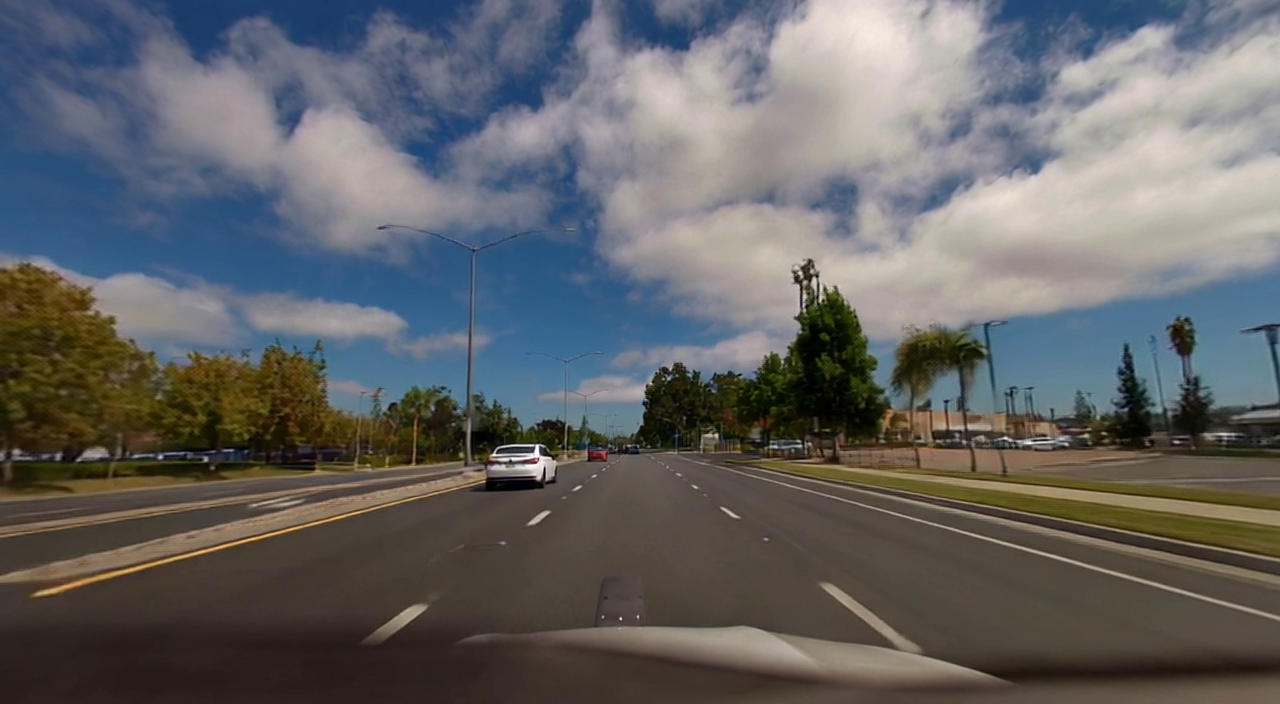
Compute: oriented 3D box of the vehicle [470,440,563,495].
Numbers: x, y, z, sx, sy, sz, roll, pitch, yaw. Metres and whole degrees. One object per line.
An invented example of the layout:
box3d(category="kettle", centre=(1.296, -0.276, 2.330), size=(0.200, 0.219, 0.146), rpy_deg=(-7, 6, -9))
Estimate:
box3d(category="vehicle", centre=(-3.655, 3.497, 19.523), size=(2.003, 1.454, 4.484), rpy_deg=(0, -8, 0))
